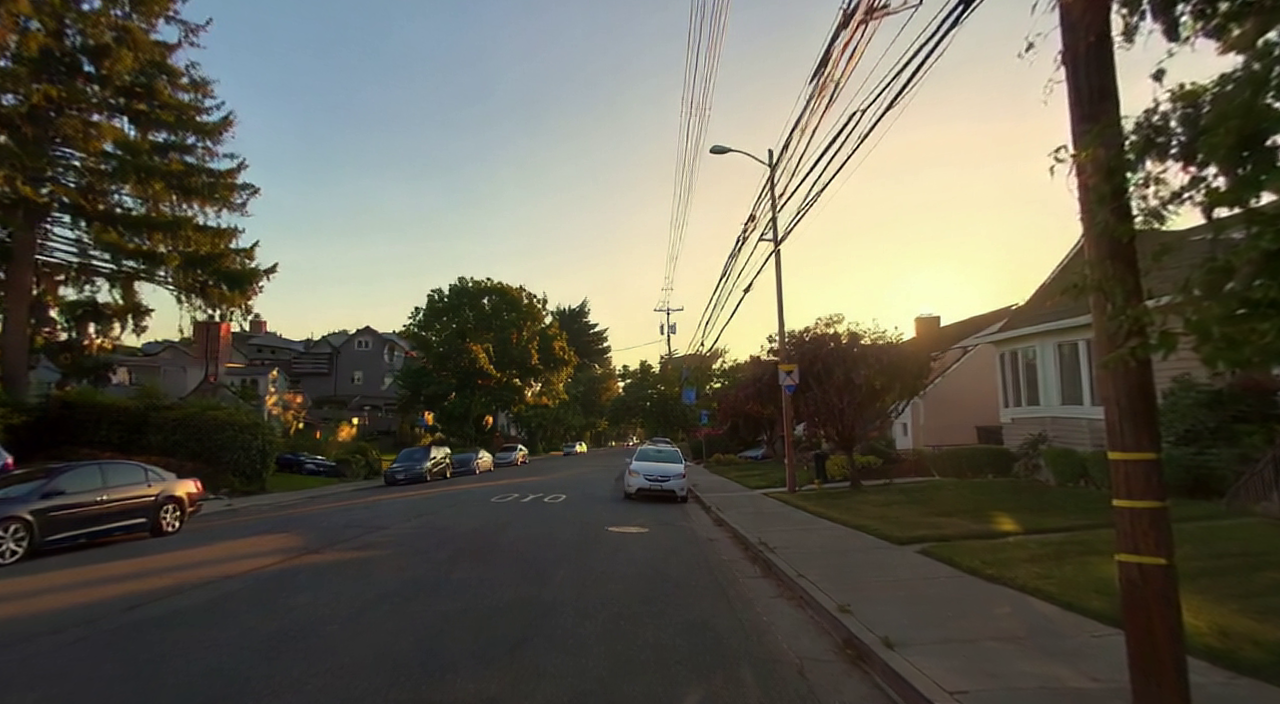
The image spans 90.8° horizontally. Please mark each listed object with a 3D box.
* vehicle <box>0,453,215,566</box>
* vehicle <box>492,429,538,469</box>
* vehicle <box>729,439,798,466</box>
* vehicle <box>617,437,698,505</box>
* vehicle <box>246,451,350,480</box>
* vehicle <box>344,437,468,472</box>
[{"bbox_3d":[-9.492,2.399,10.228,1.968,1.449,4.502,0,-8,2],"label":"vehicle"},{"bbox_3d":[-9.441,7.406,48.397,2.199,2.902,5.848,0,-8,1],"label":"vehicle"},{"bbox_3d":[7.870,6.466,40.542,4.075,1.674,1.811,0,-8,0],"label":"vehicle"},{"bbox_3d":[0.464,3.032,16.446,1.908,1.572,3.105,0,-8,2],"label":"vehicle"},{"bbox_3d":[-18.199,6.047,33.780,4.481,1.420,1.712,1,-9,-3],"label":"vehicle"},{"bbox_3d":[-13.930,6.158,37.890,6.488,2.009,2.354,0,-9,0],"label":"vehicle"}]
